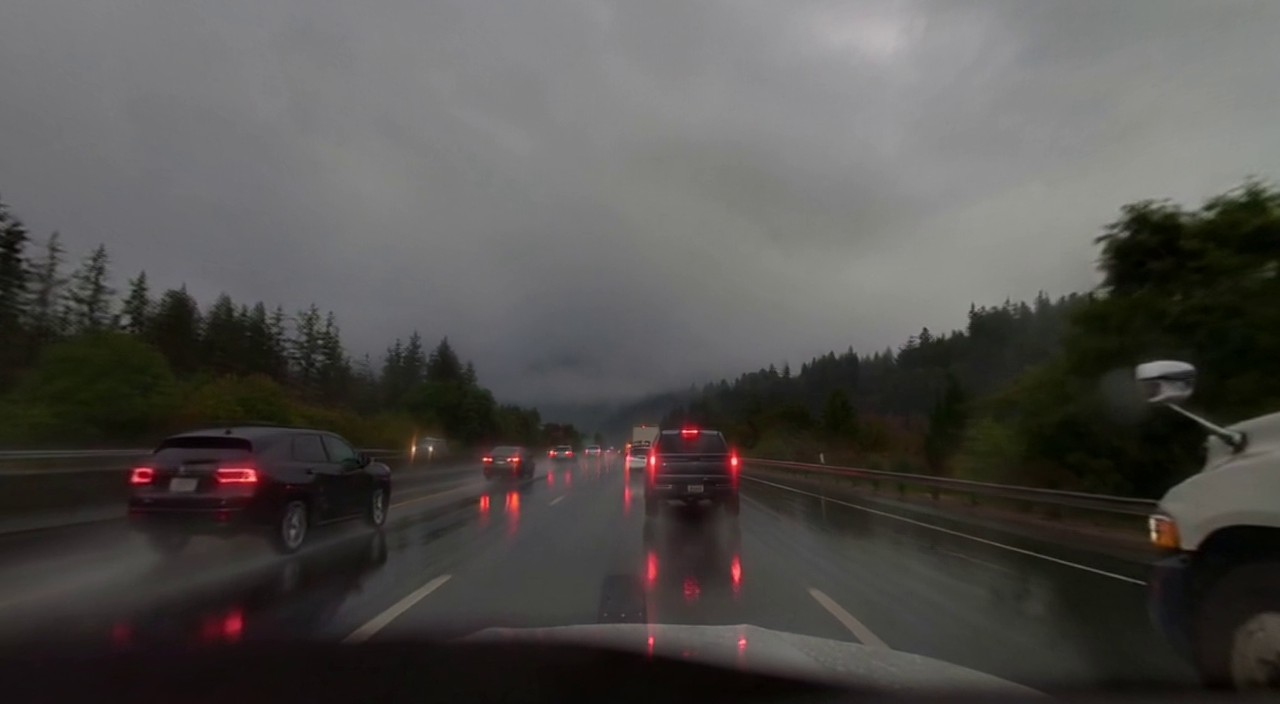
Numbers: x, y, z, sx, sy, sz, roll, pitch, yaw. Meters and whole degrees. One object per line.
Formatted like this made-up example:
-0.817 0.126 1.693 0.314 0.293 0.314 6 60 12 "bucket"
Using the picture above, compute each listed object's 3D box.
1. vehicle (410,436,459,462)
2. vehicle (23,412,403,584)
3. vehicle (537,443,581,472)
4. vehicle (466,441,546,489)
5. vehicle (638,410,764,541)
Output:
-15.959 7.588 49.181 2.076 1.922 5.041 0 -9 1 "vehicle"
-4.928 1.729 8.237 1.934 1.642 4.201 0 -9 1 "vehicle"
-4.609 6.060 36.313 1.855 1.527 4.209 0 -9 1 "vehicle"
-4.591 3.919 22.143 1.867 1.489 3.829 0 -9 2 "vehicle"
0.884 2.119 11.331 1.825 1.920 3.960 0 -9 -1 "vehicle"
